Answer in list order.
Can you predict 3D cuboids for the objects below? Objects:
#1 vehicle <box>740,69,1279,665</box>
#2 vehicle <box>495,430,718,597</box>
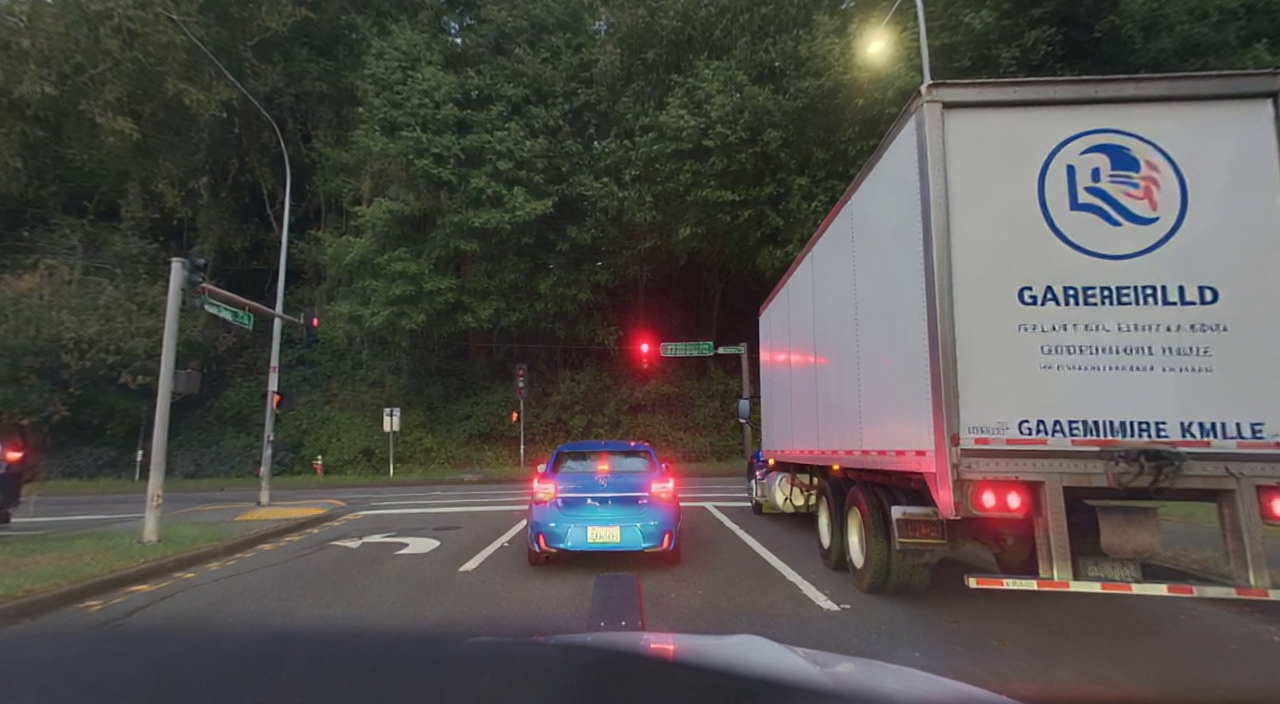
[{"bbox_3d":[3.521,0.713,8.776,2.884,3.753,9.763,0,-9,2],"label":"vehicle"},{"bbox_3d":[-0.337,1.706,7.426,1.975,1.457,3.526,0,-9,-1],"label":"vehicle"}]
